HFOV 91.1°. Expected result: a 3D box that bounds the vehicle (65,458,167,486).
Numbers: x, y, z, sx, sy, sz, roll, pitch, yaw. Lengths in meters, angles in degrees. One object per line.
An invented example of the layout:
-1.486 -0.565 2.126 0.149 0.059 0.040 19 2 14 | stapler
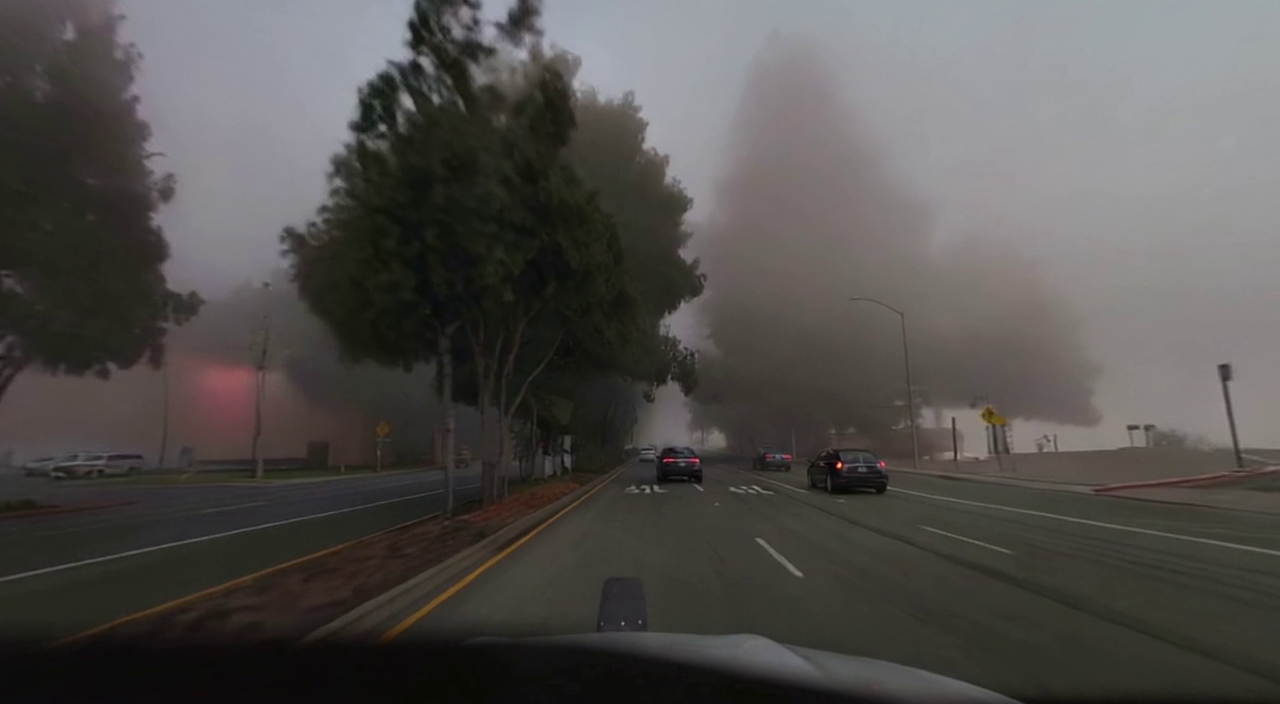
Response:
-28.219 6.445 33.872 4.021 1.421 1.807 -1 -9 7 | vehicle

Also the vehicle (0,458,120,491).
-29.068 6.085 31.344 4.510 1.504 2.005 -1 -8 3 | vehicle

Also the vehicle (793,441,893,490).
6.744 3.786 21.385 1.918 1.484 4.456 0 -8 0 | vehicle

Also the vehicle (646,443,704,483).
1.312 4.425 25.384 1.971 1.479 4.493 0 -8 -1 | vehicle

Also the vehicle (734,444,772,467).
7.850 7.206 43.957 1.930 1.479 4.477 0 -8 1 | vehicle
